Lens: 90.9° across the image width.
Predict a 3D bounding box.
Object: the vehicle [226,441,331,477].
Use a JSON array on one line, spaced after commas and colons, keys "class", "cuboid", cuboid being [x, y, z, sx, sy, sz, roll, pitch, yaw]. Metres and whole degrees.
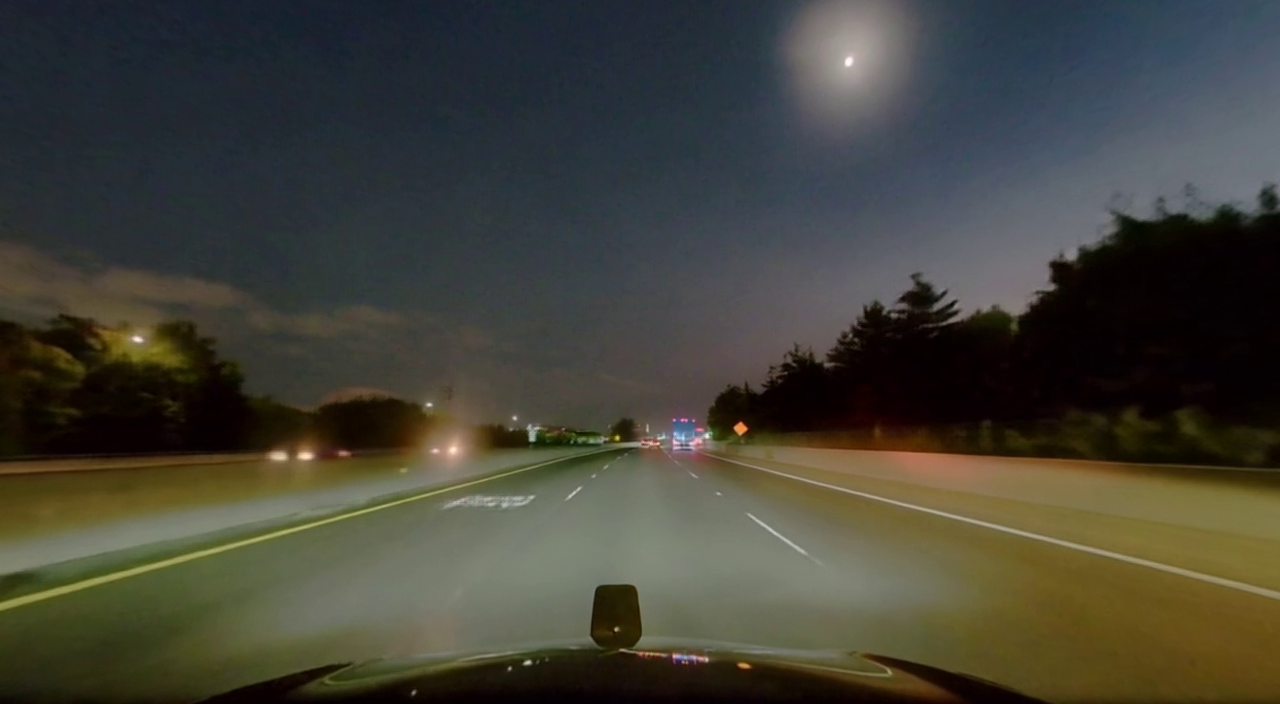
[{"class": "vehicle", "cuboid": [-16.694, 4.914, 29.400, 2.073, 1.476, 4.777, 0, -8, 0]}]
